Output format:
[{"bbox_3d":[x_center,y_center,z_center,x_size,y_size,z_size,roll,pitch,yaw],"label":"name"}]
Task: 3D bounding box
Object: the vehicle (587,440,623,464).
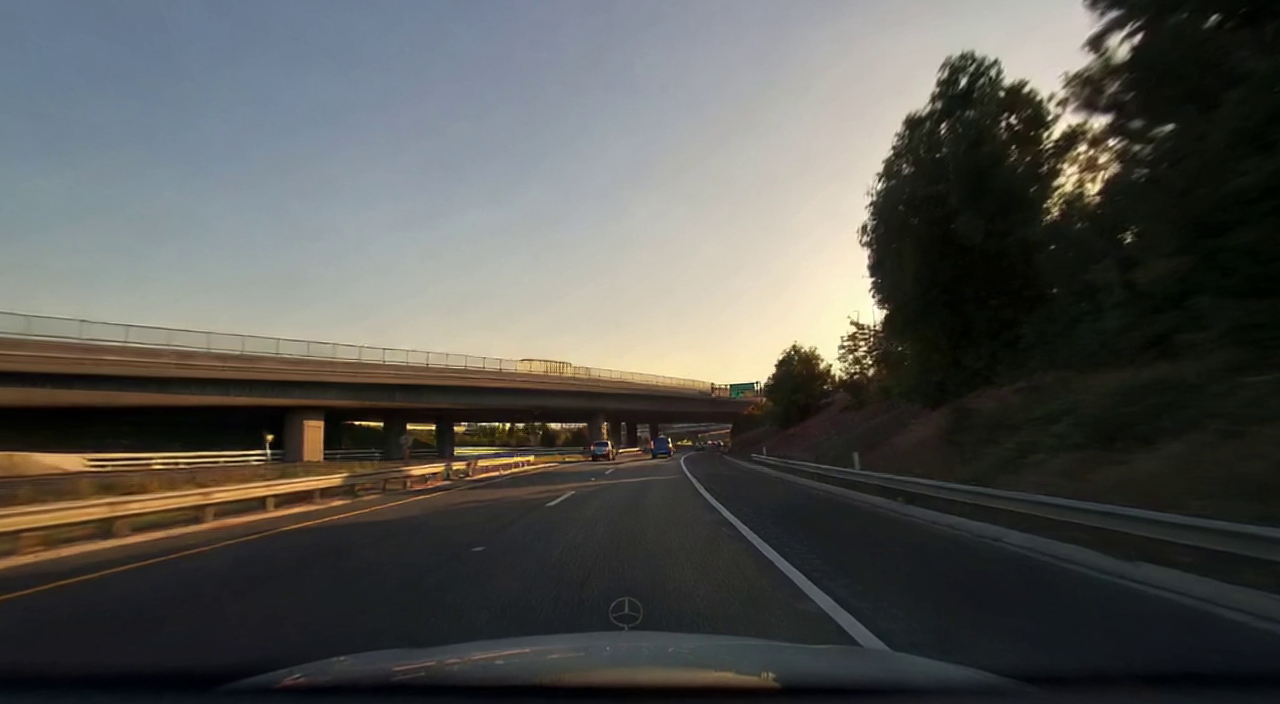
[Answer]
[{"bbox_3d":[-2.448,7.109,44.925,2.040,1.553,4.199,-1,-8,4],"label":"vehicle"}]
